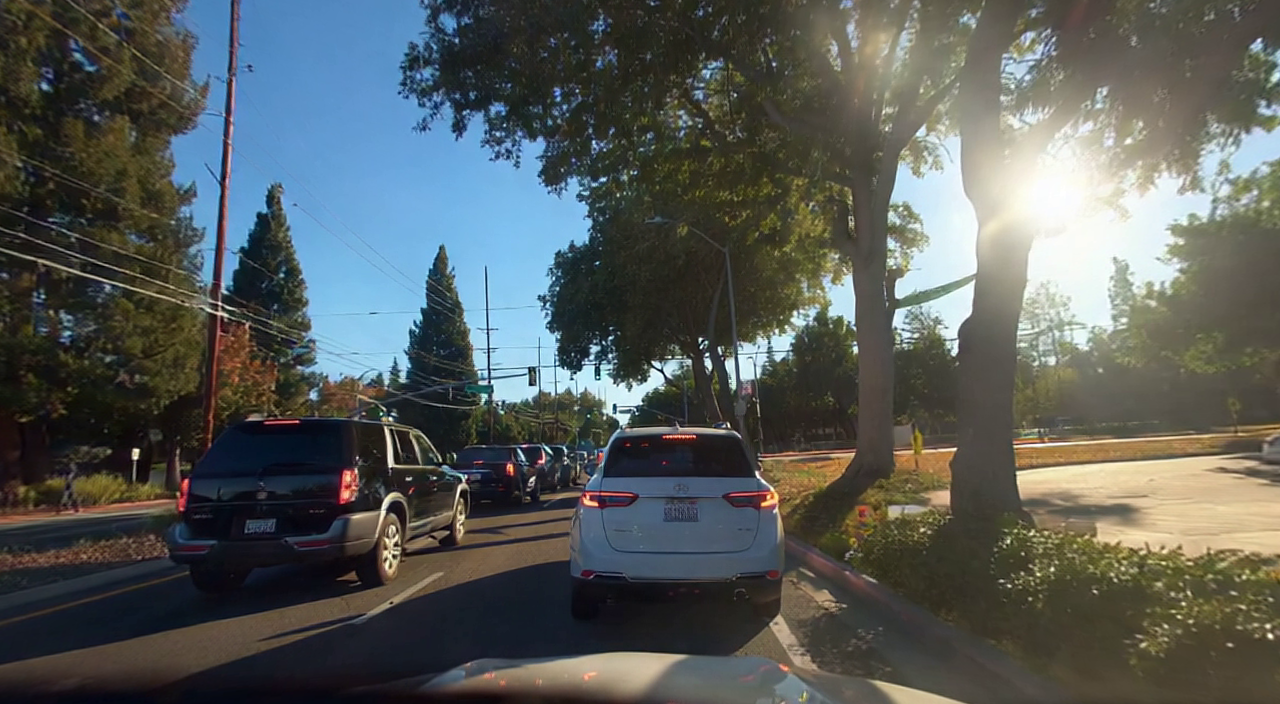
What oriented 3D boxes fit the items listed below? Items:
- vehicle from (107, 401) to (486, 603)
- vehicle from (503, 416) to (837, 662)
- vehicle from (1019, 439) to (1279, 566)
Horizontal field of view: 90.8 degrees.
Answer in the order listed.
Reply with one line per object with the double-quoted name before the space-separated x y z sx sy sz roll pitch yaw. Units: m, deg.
"vehicle" -3.470 1.606 7.639 2.105 1.706 4.337 0 -9 0
"vehicle" 0.117 1.446 5.964 2.056 1.487 4.003 0 -9 -2
"vehicle" 8.383 2.149 9.921 1.993 1.508 4.521 0 -9 -1
